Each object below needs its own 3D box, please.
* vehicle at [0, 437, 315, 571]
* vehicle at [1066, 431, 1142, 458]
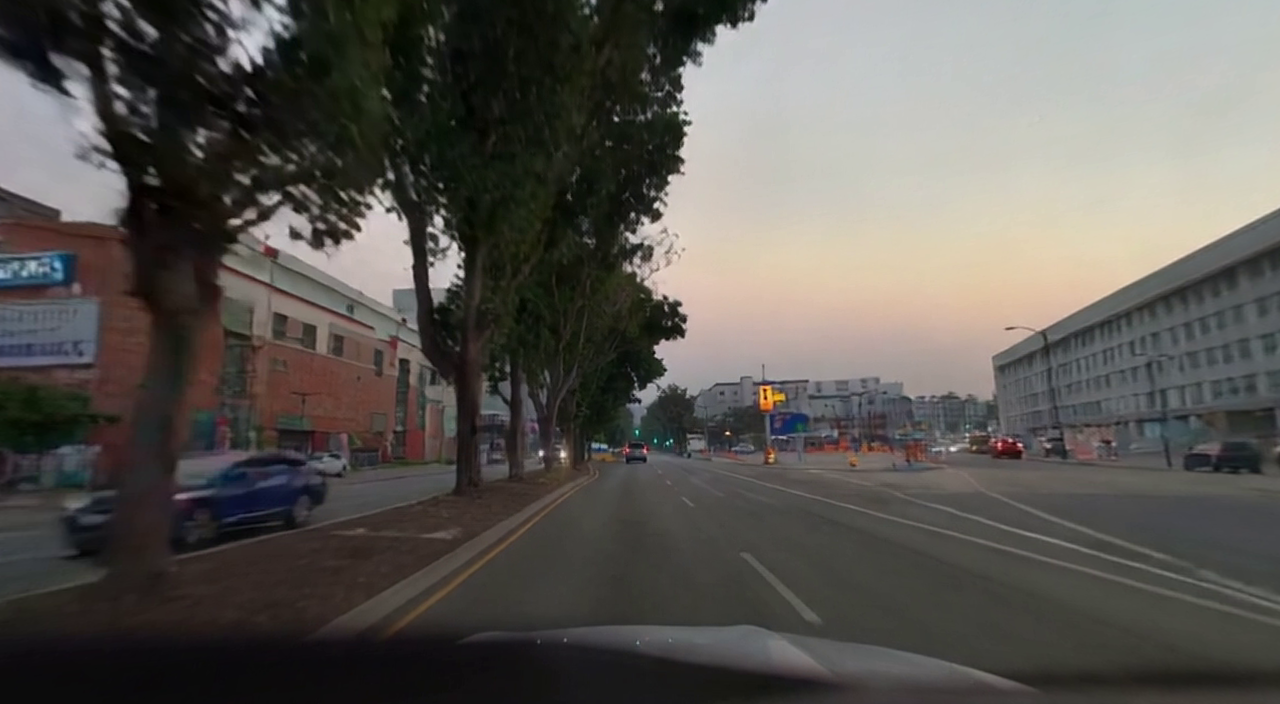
[{"bbox_3d":[-7.580,2.317,10.508,2.008,1.701,4.430,0,-9,-1],"label":"vehicle"},{"bbox_3d":[35.801,7.133,48.787,4.710,1.864,1.949,-1,-8,-14],"label":"vehicle"}]
